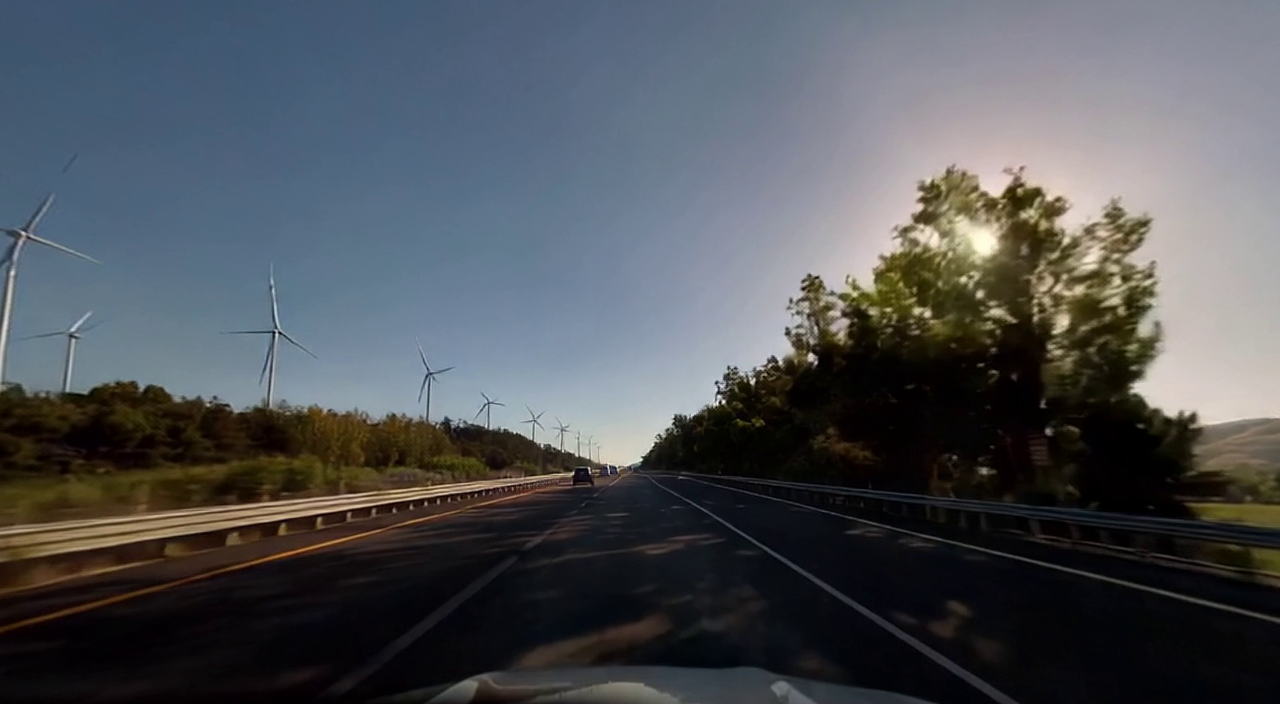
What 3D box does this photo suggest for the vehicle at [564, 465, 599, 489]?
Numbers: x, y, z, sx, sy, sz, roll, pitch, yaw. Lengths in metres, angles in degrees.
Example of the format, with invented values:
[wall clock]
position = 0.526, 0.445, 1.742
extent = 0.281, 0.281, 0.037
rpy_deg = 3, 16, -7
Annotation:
[vehicle]
position = -3.897, 8.397, 42.337
extent = 2.001, 1.486, 4.104
rpy_deg = 1, -10, -1
